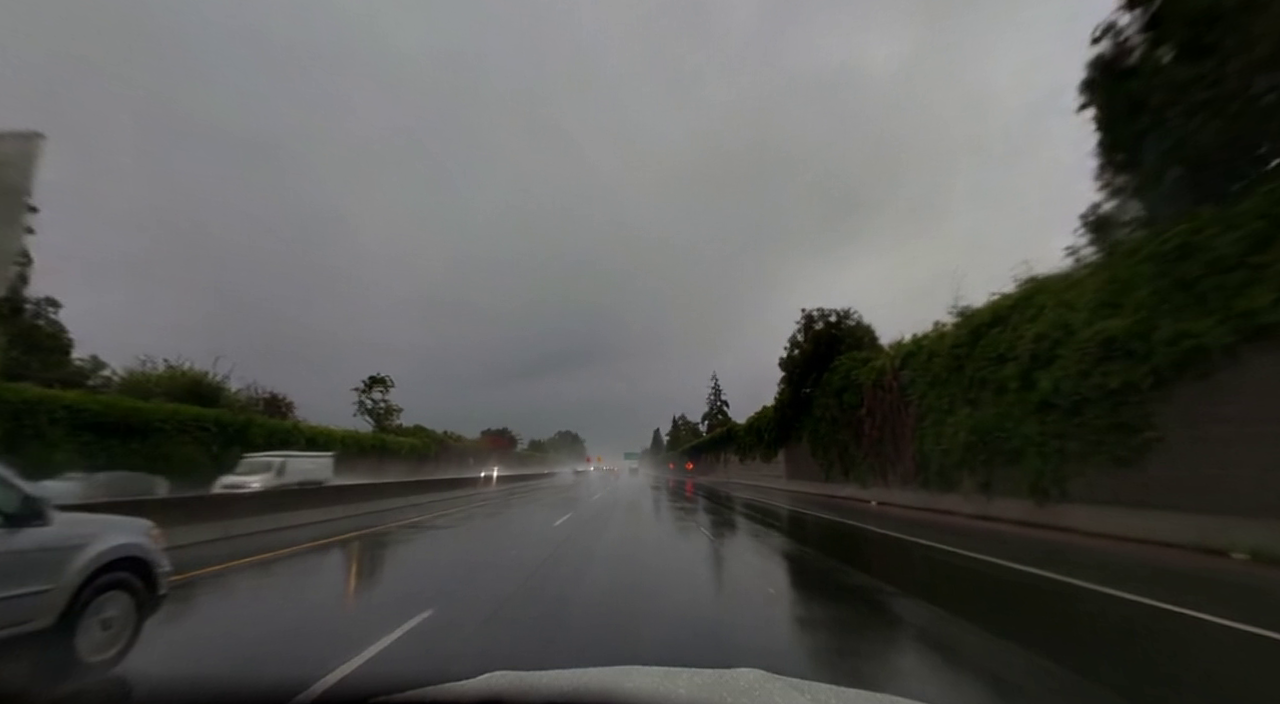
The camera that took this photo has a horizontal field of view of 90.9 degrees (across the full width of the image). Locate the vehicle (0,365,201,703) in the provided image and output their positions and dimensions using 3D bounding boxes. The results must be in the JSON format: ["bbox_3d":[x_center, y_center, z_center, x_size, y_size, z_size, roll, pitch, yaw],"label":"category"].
[{"bbox_3d":[-4.283,0.732,2.039,2.178,1.736,4.847,1,-10,0],"label":"vehicle"}]

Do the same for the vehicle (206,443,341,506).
[{"bbox_3d":[-16.228,5.517,28.510,2.322,2.465,6.289,1,-10,-1],"label":"vehicle"}]
